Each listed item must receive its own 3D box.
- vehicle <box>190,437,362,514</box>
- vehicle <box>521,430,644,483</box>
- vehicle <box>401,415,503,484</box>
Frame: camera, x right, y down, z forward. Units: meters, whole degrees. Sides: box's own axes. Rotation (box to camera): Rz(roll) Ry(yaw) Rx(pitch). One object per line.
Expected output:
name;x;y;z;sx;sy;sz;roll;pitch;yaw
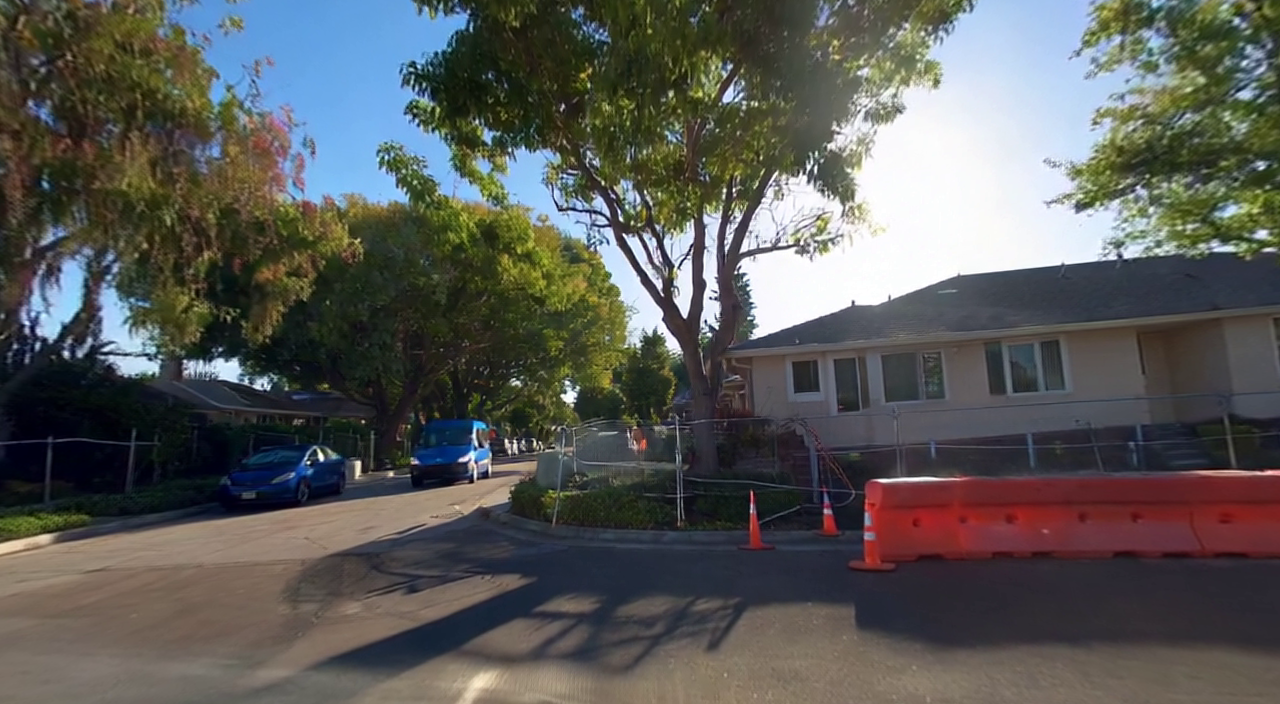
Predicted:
vehicle;-8.343;2.802;14.953;1.899;1.524;4.082;1;-8;-5
vehicle;-1.638;3.152;19.435;1.827;1.436;4.070;-4;-9;28
vehicle;-6.002;3.150;20.788;2.219;1.984;4.712;1;-8;-4
